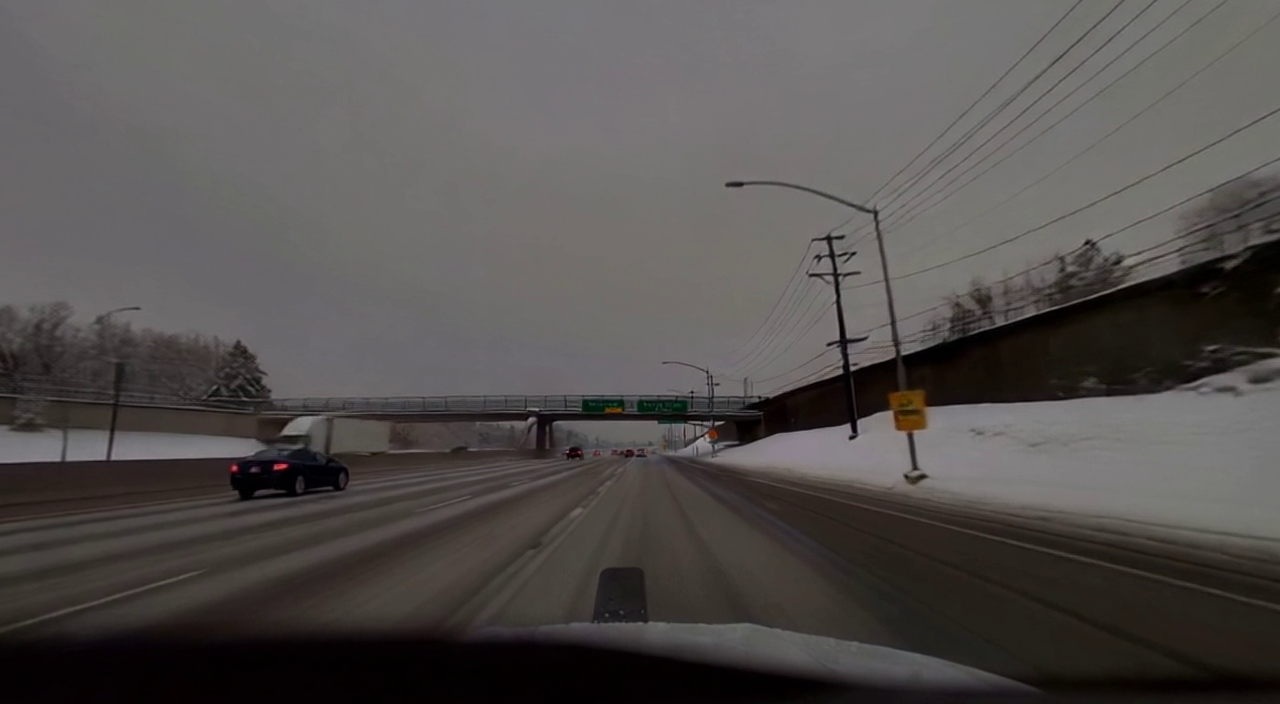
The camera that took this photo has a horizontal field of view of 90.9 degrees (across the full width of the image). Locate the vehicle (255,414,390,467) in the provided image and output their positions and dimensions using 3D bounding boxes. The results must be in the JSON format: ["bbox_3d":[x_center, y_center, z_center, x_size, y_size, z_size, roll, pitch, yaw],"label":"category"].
[{"bbox_3d":[-23.426,6.759,48.087,2.941,3.391,14.236,0,-8,0],"label":"vehicle"}]

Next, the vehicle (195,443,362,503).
[{"bbox_3d":[-10.113,3.376,18.179,2.056,1.476,4.562,0,-8,1],"label":"vehicle"}]
